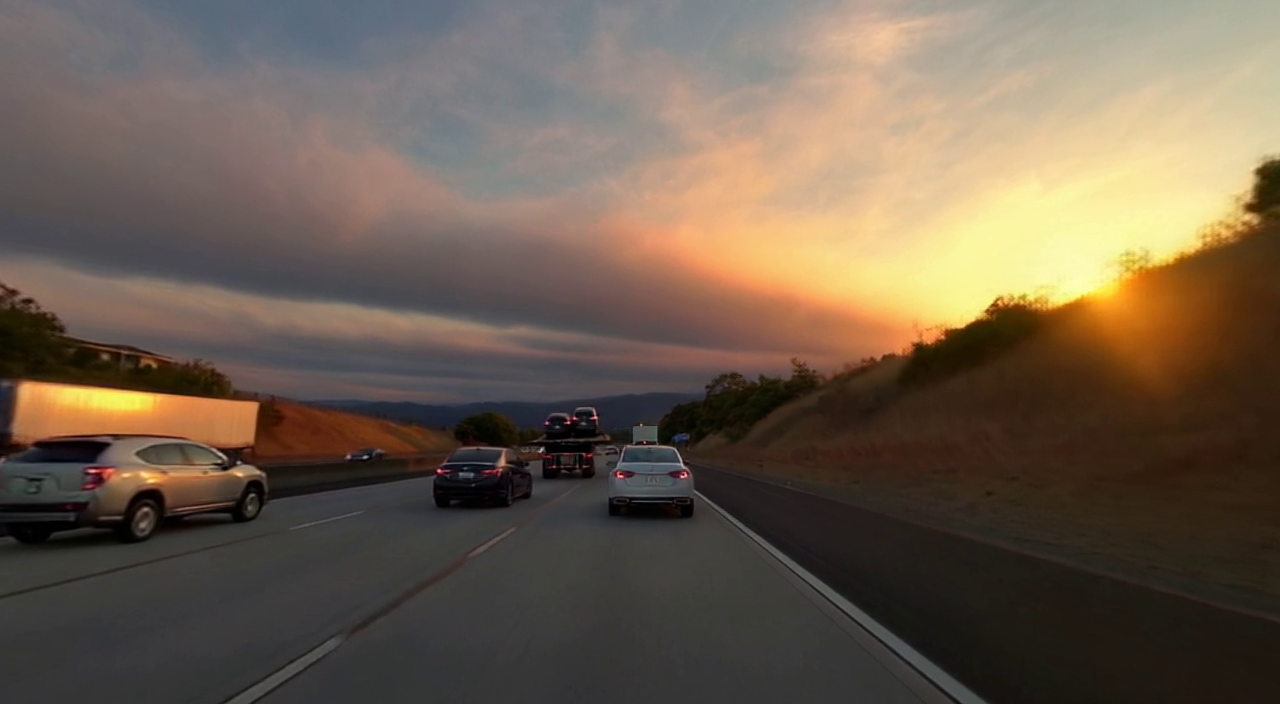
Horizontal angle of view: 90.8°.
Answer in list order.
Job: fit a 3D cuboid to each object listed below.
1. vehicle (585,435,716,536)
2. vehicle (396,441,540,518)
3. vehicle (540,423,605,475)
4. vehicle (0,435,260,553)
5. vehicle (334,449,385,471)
[{"bbox_3d":[0.162,2.308,11.391,1.991,1.507,3.391,0,-9,0],"label":"vehicle"},{"bbox_3d":[-3.694,2.828,14.523,1.947,1.470,4.526,0,-9,1],"label":"vehicle"},{"bbox_3d":[-2.302,3.379,22.011,2.031,1.594,4.103,1,-9,-5],"label":"vehicle"},{"bbox_3d":[-8.342,2.158,10.215,1.888,1.507,3.949,0,-9,0],"label":"vehicle"},{"bbox_3d":[-19.097,7.352,43.087,1.852,1.424,3.430,0,-9,0],"label":"vehicle"}]
